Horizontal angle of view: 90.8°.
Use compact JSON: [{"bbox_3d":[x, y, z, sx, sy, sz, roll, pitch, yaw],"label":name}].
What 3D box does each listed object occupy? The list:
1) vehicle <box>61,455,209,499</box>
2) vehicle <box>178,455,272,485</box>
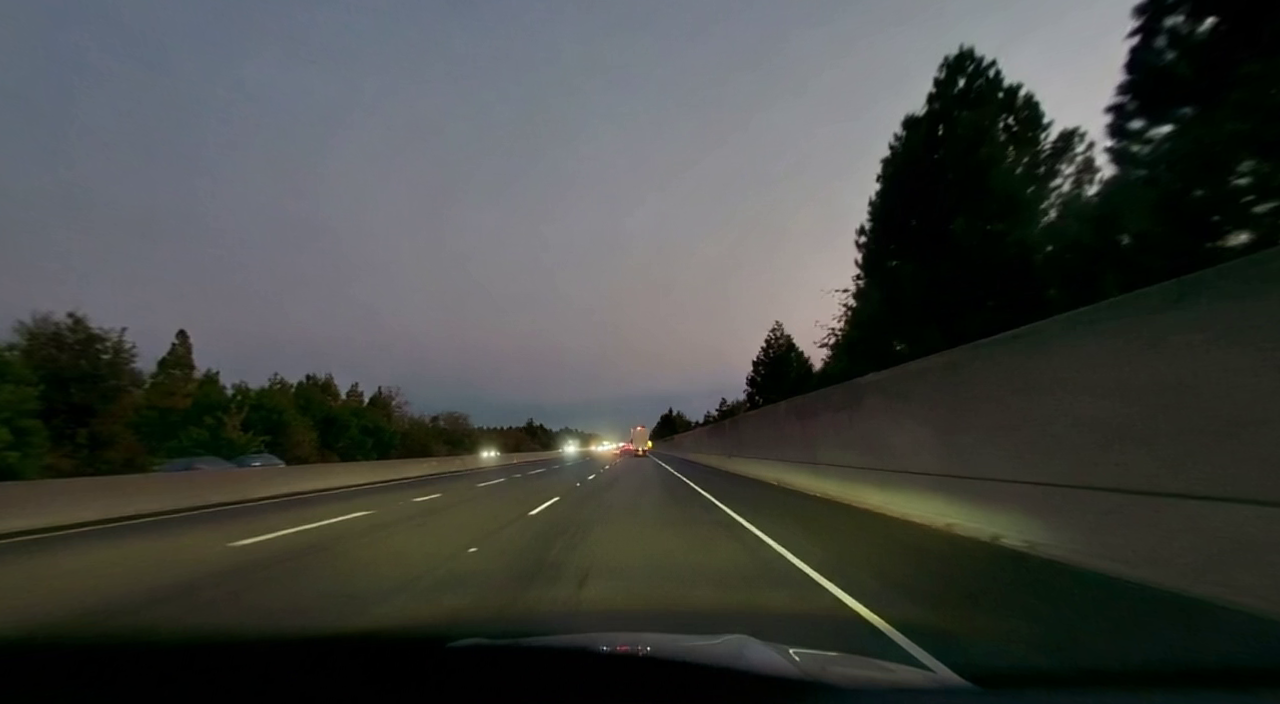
[{"bbox_3d":[-19.265,4.753,24.412,1.831,1.493,4.682,0,-9,0],"label":"vehicle"},{"bbox_3d":[-23.852,6.784,36.527,2.255,1.555,4.759,0,-9,0],"label":"vehicle"}]
